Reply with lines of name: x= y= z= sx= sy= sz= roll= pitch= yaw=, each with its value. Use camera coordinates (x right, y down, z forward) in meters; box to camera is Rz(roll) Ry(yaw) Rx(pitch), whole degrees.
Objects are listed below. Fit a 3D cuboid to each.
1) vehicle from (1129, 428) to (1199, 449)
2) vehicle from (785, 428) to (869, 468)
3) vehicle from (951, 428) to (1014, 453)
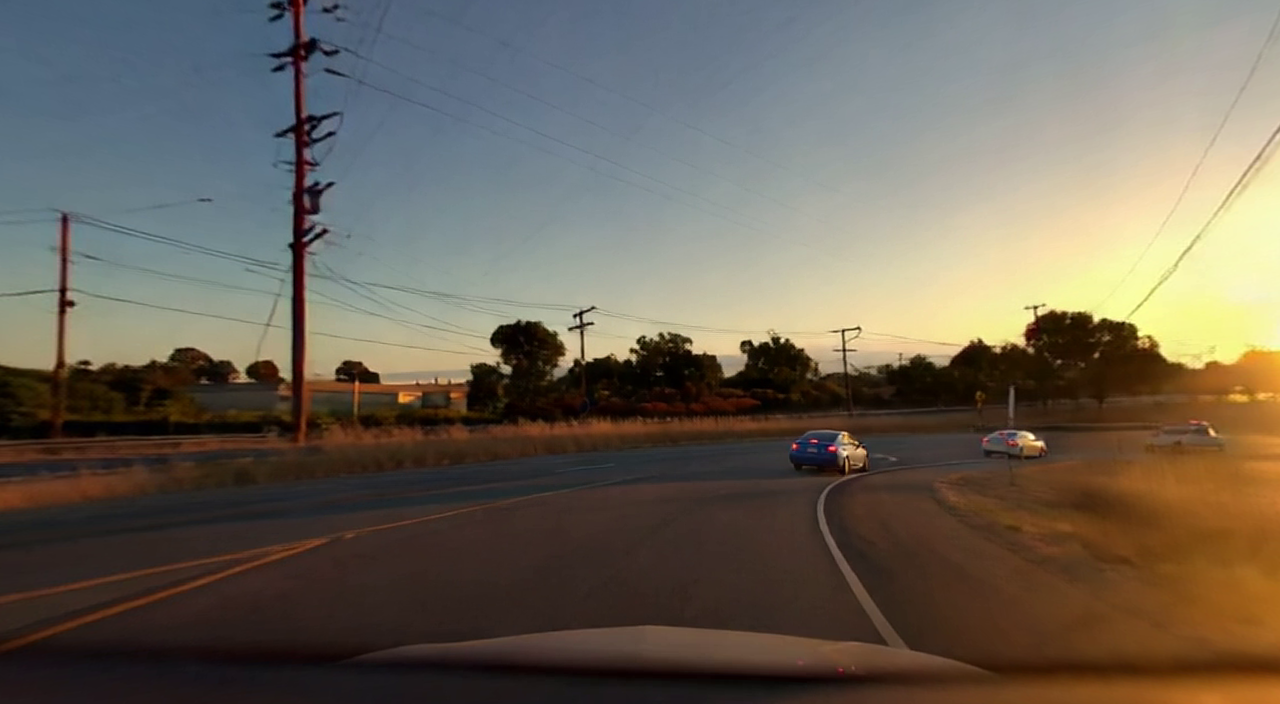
vehicle: x=40.191 y=6.626 z=48.370 sx=4.102 sy=1.552 sz=1.931 roll=1 pitch=-8 yaw=-14
vehicle: x=7.396 y=3.706 z=24.654 sx=2.026 sy=1.407 sz=4.374 roll=-6 pitch=-9 yaw=31
vehicle: x=22.226 y=5.709 z=40.870 sx=4.307 sy=1.465 sz=1.836 roll=5 pitch=-9 yaw=-37
